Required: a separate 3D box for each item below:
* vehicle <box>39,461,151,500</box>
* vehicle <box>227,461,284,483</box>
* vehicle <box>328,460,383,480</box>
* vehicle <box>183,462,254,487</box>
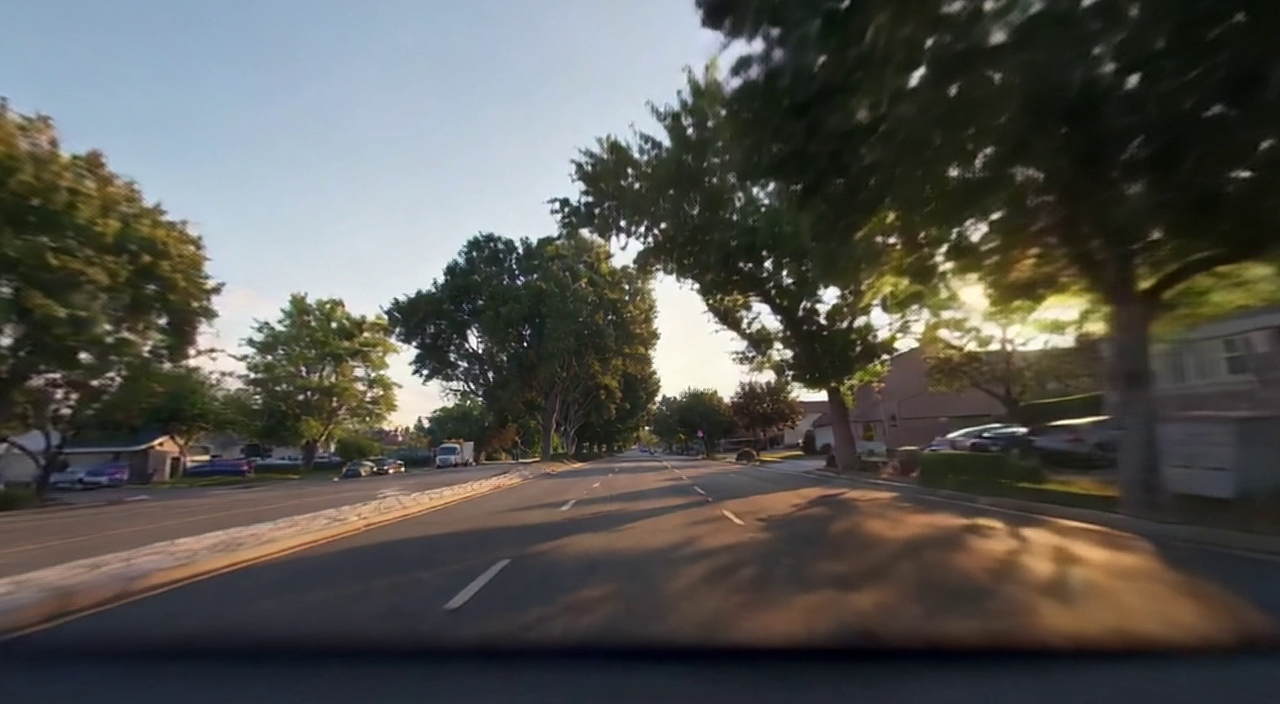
[{"bbox_3d":[-29.516,6.938,34.328,2.019,1.696,4.735,-4,-9,-2],"label":"vehicle"},{"bbox_3d":[-28.517,8.908,46.826,1.872,1.413,3.806,0,-9,-1],"label":"vehicle"},{"bbox_3d":[-21.865,9.081,48.564,1.929,1.393,4.611,0,-9,2],"label":"vehicle"},{"bbox_3d":[-31.031,9.018,46.581,1.870,1.601,5.128,0,-9,-2],"label":"vehicle"}]
